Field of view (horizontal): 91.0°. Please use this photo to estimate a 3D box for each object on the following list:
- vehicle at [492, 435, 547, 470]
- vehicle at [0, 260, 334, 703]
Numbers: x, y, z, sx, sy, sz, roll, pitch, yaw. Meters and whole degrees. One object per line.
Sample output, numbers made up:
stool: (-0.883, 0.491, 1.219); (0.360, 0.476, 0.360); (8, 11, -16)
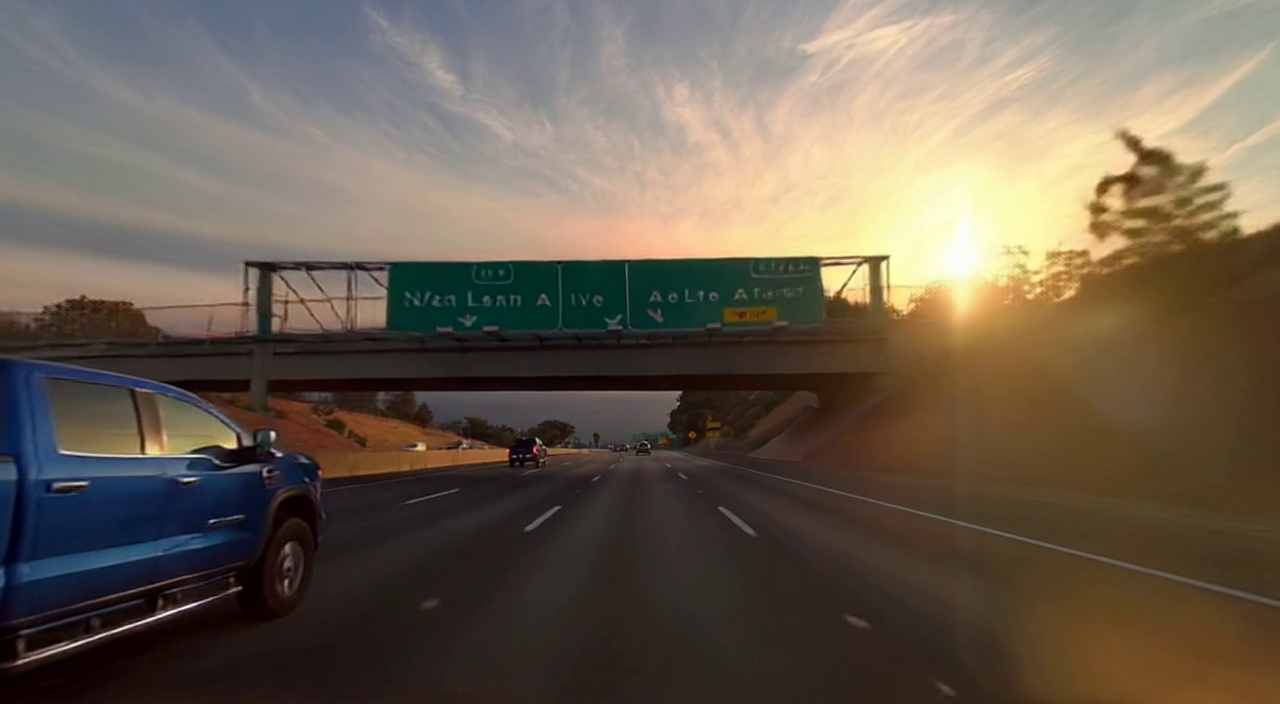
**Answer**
vehicle: (-7.172, 6.030, 38.023); (2.260, 1.917, 5.499); (0, -9, 0)
vehicle: (-3.727, 0.580, 2.051); (2.339, 2.004, 6.171); (0, -9, 0)
